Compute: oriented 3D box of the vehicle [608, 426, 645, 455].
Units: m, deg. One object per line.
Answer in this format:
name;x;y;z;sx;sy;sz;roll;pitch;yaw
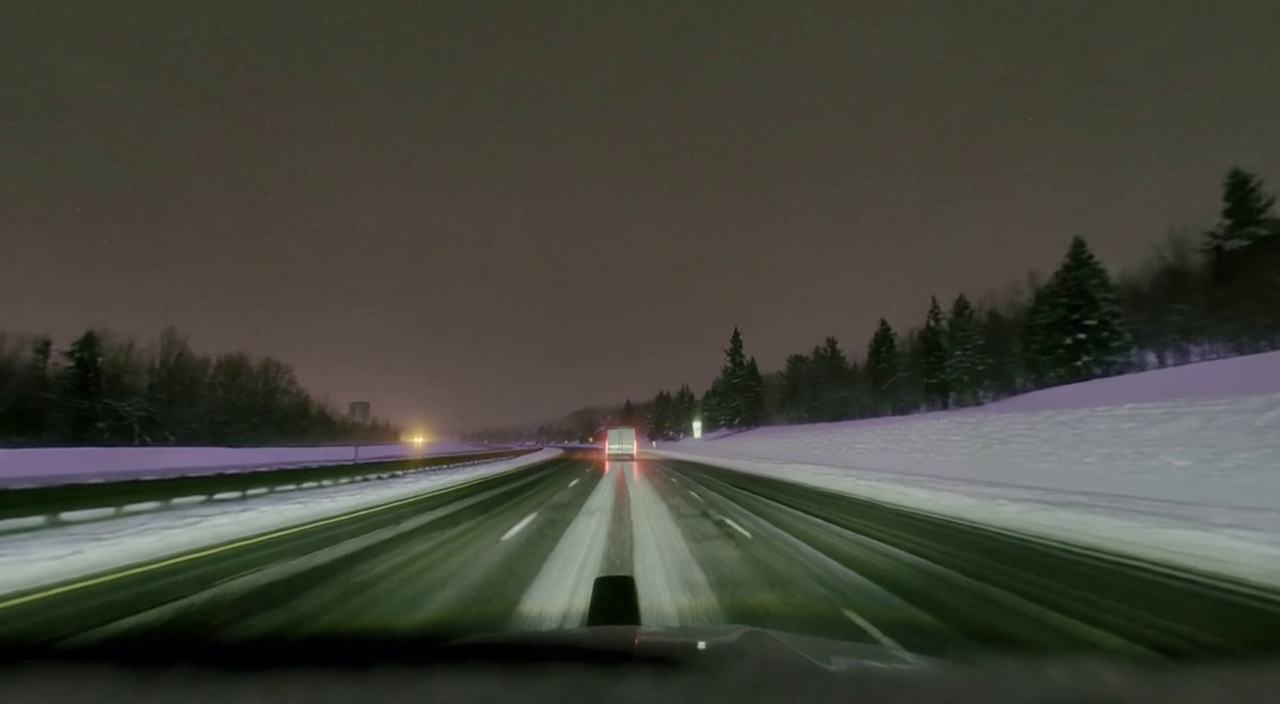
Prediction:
vehicle;-0.904;5.497;39.101;2.157;1.647;4.524;0;-8;-3
